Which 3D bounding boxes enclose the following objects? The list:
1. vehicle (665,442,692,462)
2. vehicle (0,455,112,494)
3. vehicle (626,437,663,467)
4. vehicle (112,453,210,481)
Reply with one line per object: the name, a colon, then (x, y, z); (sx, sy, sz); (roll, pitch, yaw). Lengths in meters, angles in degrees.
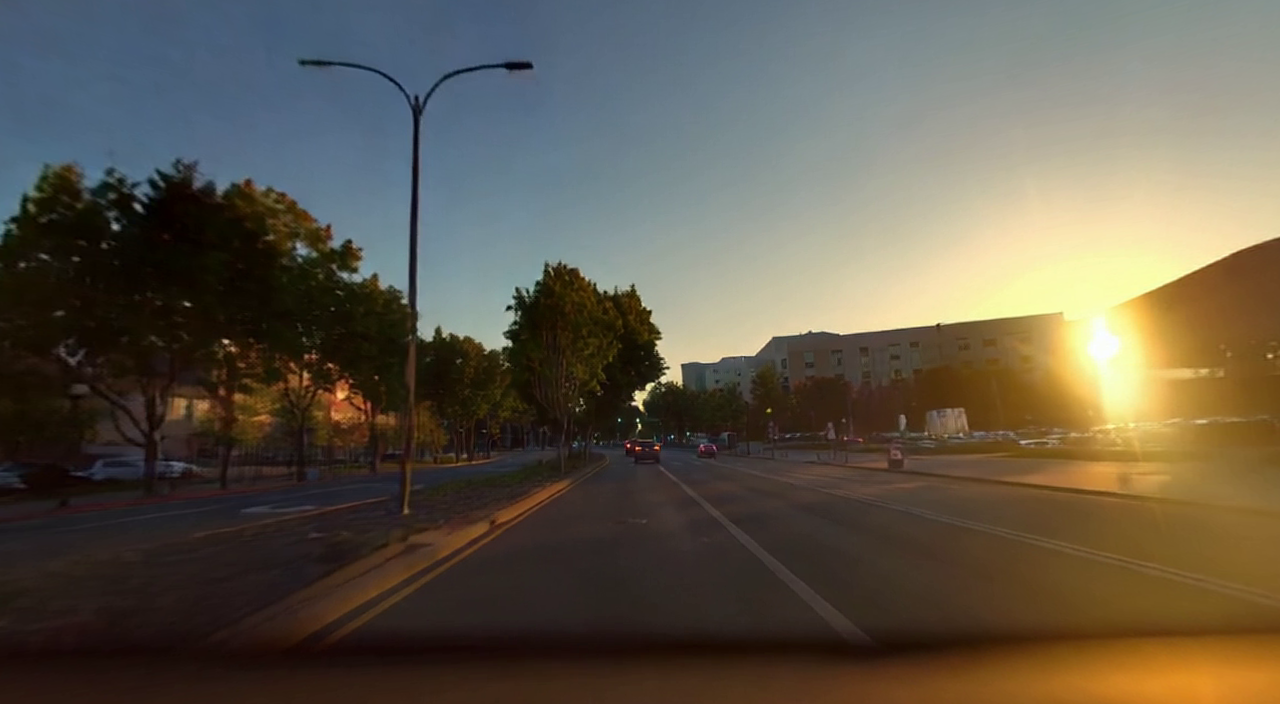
vehicle: (2.894, 7.587, 47.943); (1.685, 1.441, 3.795); (0, -8, -1)
vehicle: (-28.712, 5.936, 30.931); (1.990, 1.662, 4.352); (0, -8, -2)
vehicle: (0.218, 5.953, 37.714); (2.100, 1.683, 4.231); (0, -8, 0)
vehicle: (-30.266, 7.262, 39.997); (4.621, 1.670, 1.895); (0, -8, -1)
